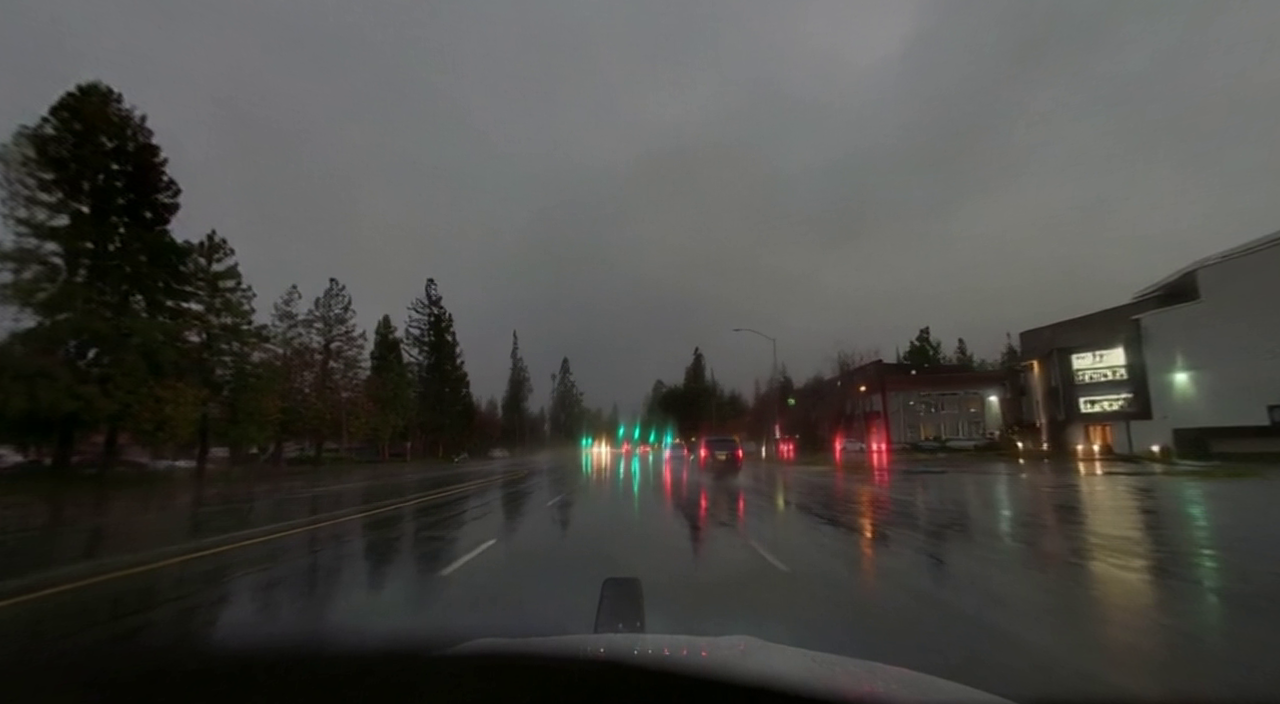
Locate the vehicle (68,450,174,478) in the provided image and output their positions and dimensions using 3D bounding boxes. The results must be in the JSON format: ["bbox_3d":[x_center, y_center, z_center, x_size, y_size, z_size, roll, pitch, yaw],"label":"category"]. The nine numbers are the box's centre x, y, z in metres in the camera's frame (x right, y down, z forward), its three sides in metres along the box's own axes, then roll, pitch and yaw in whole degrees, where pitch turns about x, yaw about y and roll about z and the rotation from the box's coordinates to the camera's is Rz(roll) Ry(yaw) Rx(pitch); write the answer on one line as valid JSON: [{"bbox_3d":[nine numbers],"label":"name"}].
[{"bbox_3d":[-33.341,7.189,40.710,4.932,1.730,1.939,0,-9,-3],"label":"vehicle"}]

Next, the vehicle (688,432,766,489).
[{"bbox_3d":[3.006,3.870,22.829,2.060,1.816,4.343,0,-9,-2],"label":"vehicle"}]
